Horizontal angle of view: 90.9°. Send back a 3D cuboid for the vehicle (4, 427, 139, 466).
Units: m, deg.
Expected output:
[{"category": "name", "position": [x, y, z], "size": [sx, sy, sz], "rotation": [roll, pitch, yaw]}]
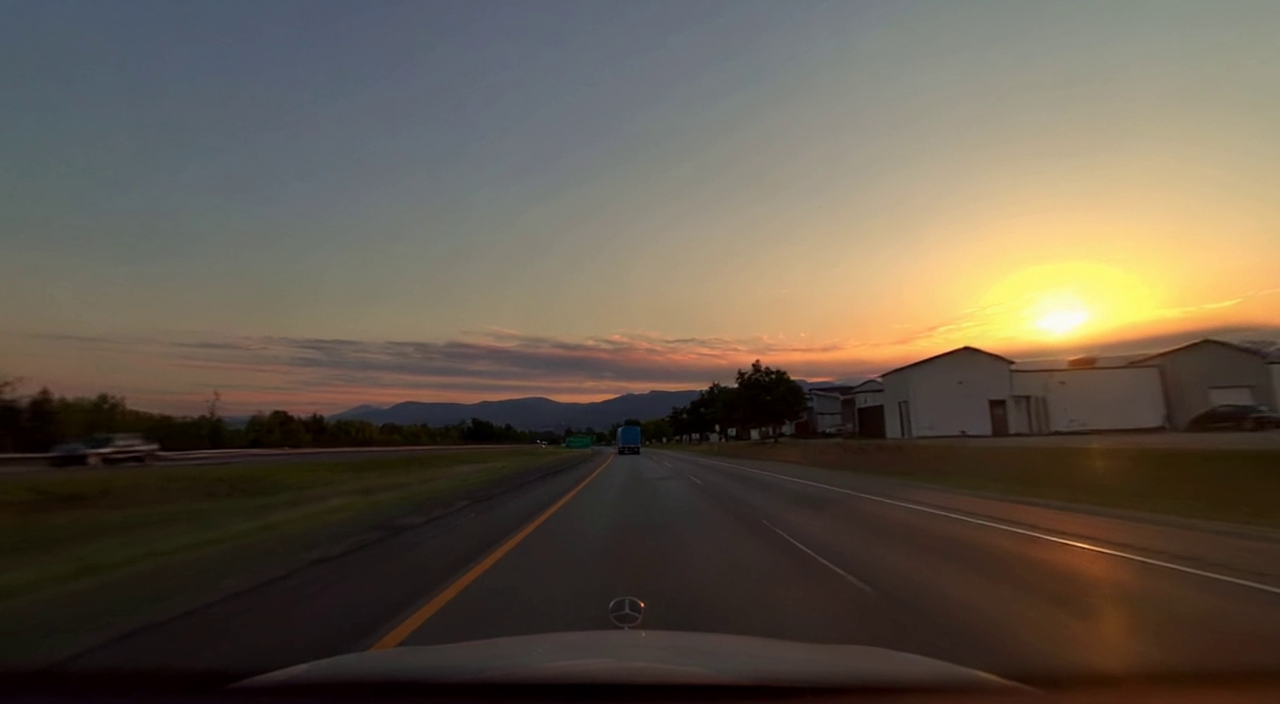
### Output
[{"category": "vehicle", "position": [-28.615, 4.797, 32.048], "size": [2.008, 1.790, 5.262], "rotation": [0, -8, -1]}]
